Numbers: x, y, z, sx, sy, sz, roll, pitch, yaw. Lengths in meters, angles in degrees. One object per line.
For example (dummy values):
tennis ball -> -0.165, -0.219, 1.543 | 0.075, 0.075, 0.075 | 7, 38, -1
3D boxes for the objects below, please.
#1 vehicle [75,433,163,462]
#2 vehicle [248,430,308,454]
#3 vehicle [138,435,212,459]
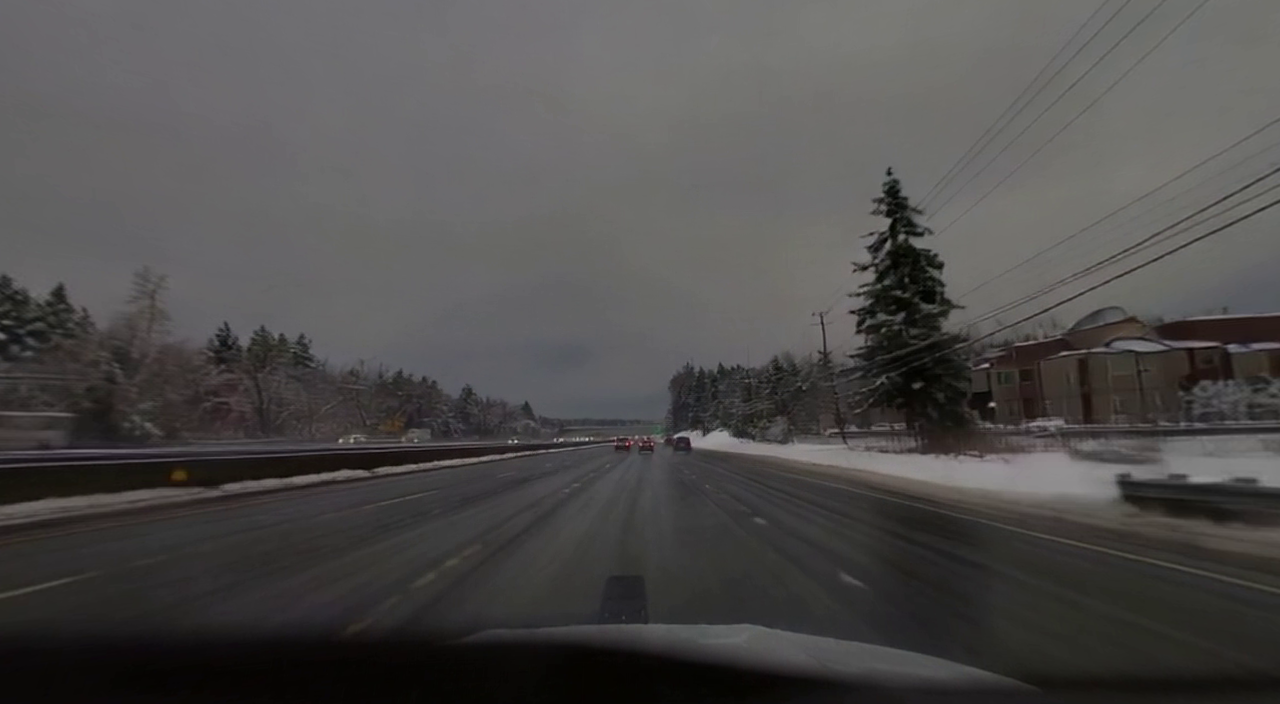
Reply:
vehicle -> -34.027, 6.216, 41.337 | 2.020, 1.774, 4.385 | 0, -8, -1
vehicle -> -26.213, 6.524, 45.813 | 1.900, 1.640, 4.230 | 0, -8, -1
vehicle -> -30.204, 6.161, 41.125 | 1.697, 1.450, 4.091 | 0, -8, 0
